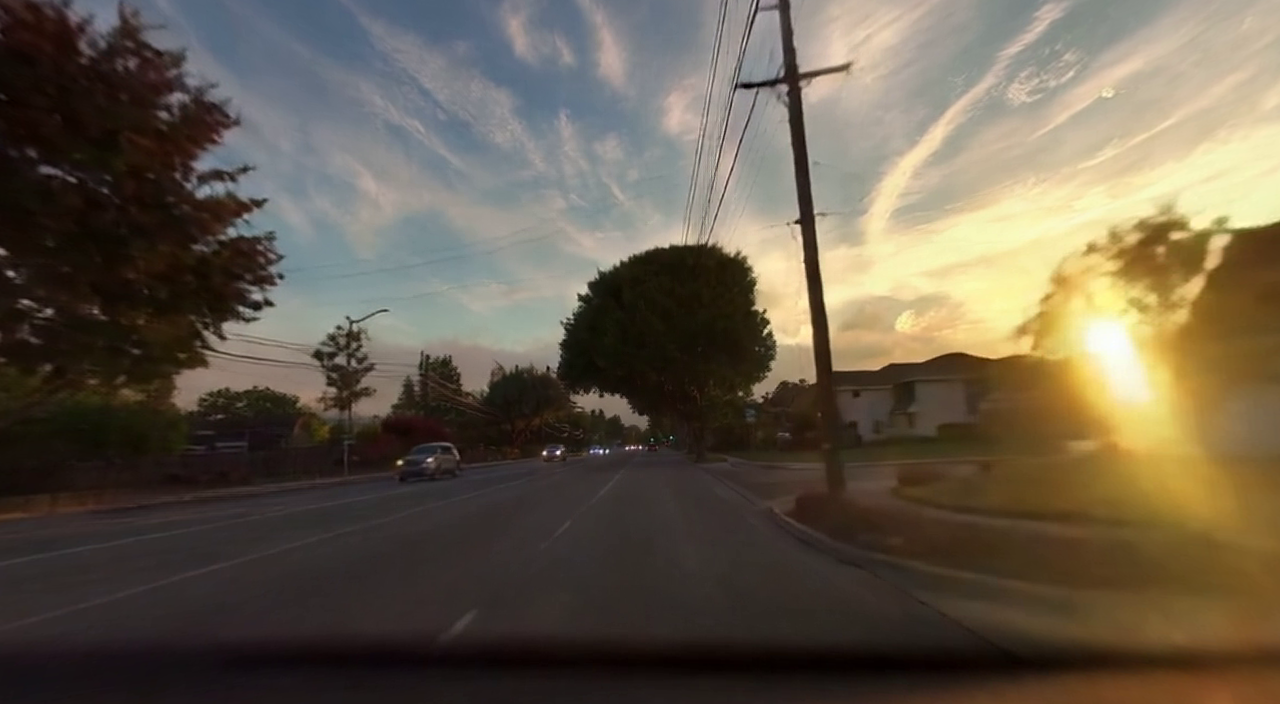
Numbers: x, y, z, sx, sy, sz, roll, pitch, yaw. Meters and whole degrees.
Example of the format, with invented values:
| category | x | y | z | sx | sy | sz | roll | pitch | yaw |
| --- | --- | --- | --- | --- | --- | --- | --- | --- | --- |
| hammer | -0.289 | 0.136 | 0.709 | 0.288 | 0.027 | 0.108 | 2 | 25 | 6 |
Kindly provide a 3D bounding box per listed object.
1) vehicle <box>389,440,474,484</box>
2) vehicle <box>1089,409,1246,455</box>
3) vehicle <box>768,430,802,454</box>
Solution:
| category | x | y | z | sx | sy | sz | roll | pitch | yaw |
| --- | --- | --- | --- | --- | --- | --- | --- | --- | --- |
| vehicle | -8.928 | 4.749 | 27.462 | 2.003 | 1.719 | 4.489 | 0 | -9 | 2 |
| vehicle | 21.775 | 3.368 | 26.207 | 4.389 | 1.751 | 2.158 | -1 | -11 | 6 |
| vehicle | 11.425 | 7.187 | 49.955 | 1.737 | 1.633 | 3.268 | 3 | -11 | -4 |
